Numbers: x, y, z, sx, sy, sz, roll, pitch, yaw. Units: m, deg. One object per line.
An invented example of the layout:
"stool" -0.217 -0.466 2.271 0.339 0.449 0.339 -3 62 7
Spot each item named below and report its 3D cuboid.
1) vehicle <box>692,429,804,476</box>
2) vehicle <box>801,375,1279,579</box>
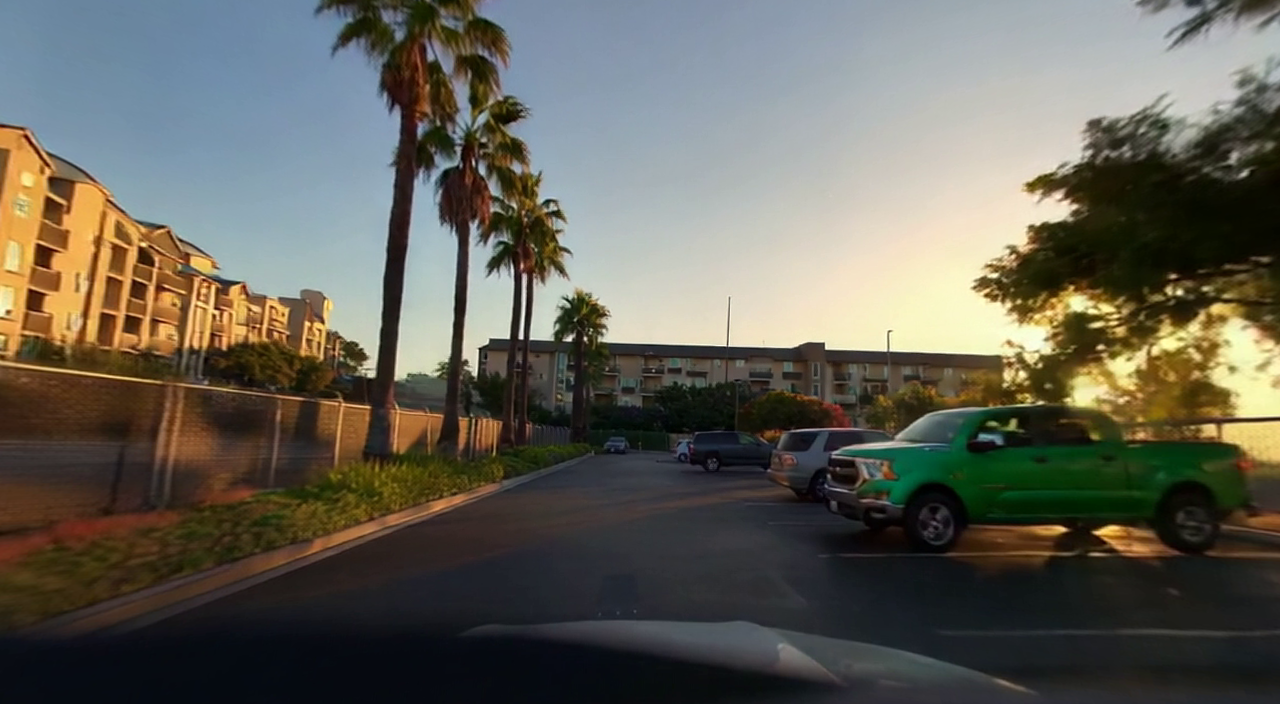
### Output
"vehicle" 4.776 4.505 28.351 4.609 1.734 1.909 3 -9 0
"vehicle" 5.219 1.564 8.350 5.639 2.033 2.172 3 -7 3
